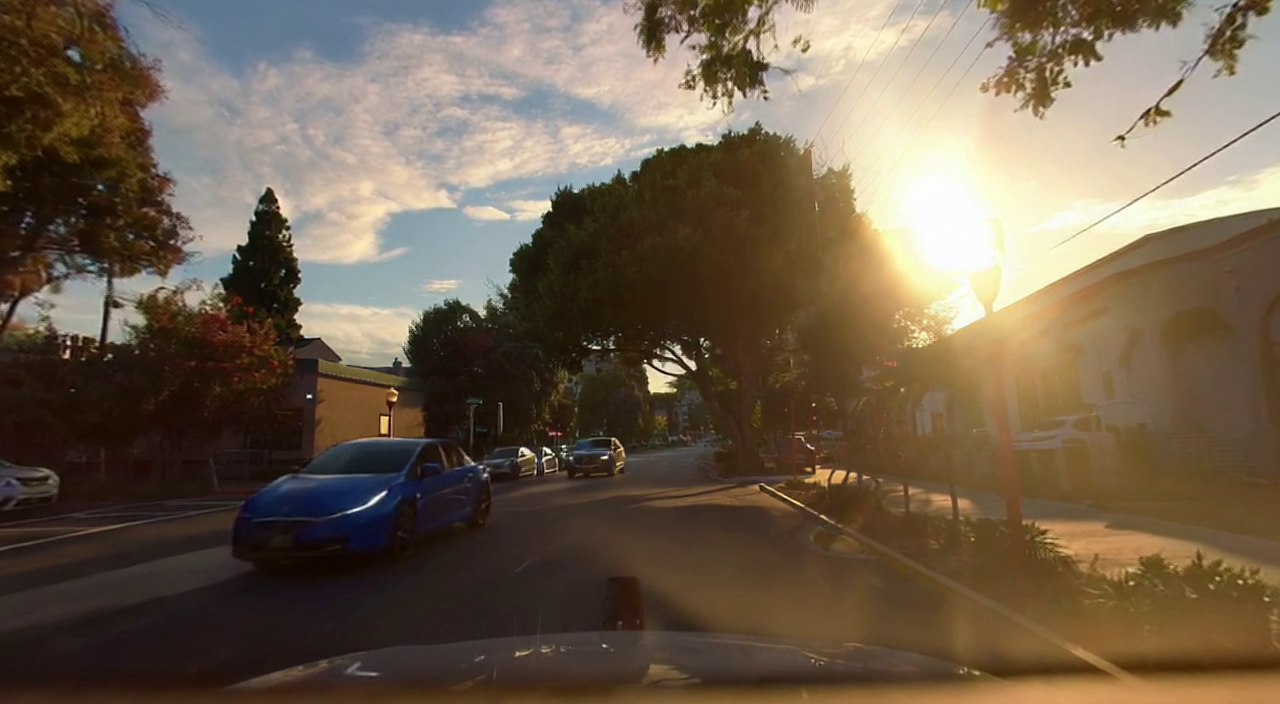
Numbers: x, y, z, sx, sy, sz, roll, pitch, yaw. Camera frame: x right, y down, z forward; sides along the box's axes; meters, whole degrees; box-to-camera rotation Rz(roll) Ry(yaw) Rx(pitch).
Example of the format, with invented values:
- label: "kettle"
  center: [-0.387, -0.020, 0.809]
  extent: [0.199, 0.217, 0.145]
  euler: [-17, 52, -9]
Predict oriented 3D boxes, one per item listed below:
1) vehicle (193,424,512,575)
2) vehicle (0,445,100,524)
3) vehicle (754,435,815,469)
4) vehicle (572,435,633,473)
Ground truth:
- label: "vehicle"
  center: [-3.417, 1.852, 8.791]
  extent: [2.056, 1.508, 4.596]
  euler: [-1, -9, 4]
- label: "vehicle"
  center: [-15.164, 2.925, 14.235]
  extent: [4.106, 1.620, 2.065]
  euler: [0, -9, 2]
- label: "vehicle"
  center: [6.683, 4.686, 29.722]
  extent: [1.918, 1.461, 4.419]
  euler: [0, -8, 1]
- label: "vehicle"
  center: [-1.713, 4.878, 30.277]
  extent: [2.110, 1.651, 4.410]
  euler: [-1, -9, 7]
